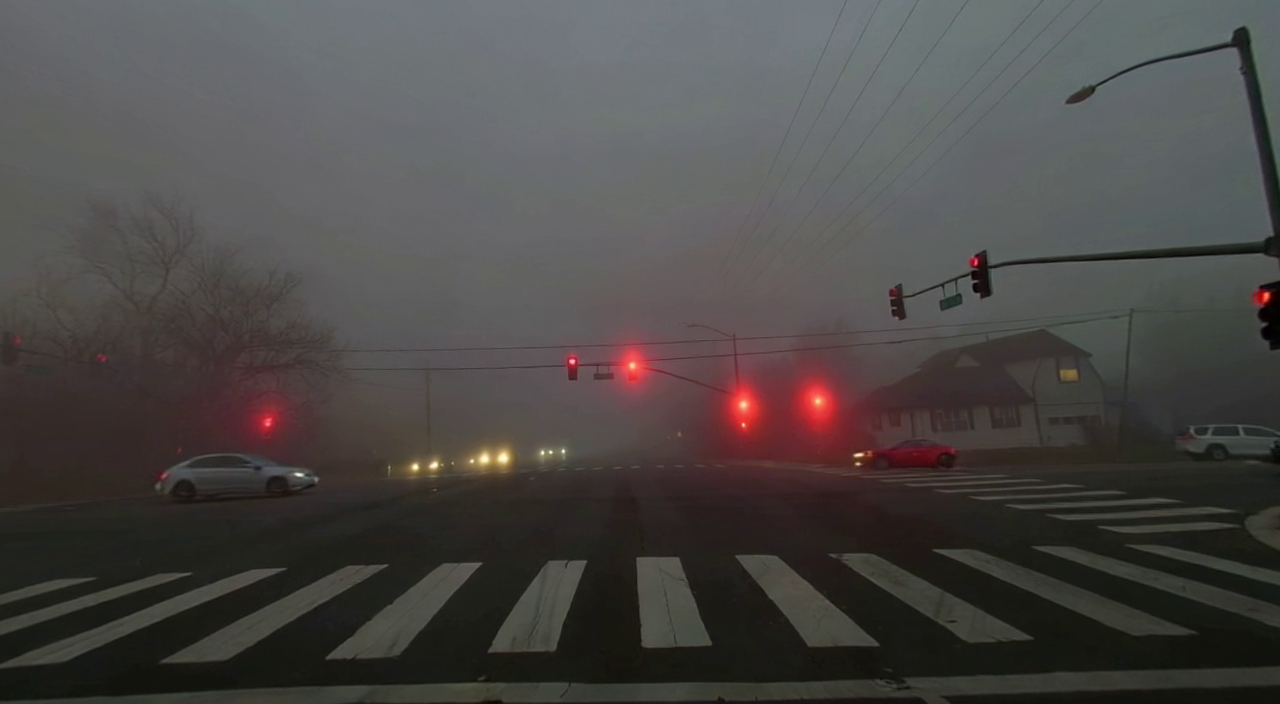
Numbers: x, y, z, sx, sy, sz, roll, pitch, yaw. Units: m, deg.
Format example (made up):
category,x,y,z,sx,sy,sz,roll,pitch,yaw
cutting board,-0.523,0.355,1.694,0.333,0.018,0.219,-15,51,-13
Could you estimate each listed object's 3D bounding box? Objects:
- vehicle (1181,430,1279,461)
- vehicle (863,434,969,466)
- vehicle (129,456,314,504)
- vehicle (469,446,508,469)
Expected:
category,x,y,z,sx,sy,sz,roll,pitch,yaw
vehicle,31.318,4.886,33.022,4.318,1.488,1.870,0,-9,-1
vehicle,14.430,5.147,33.131,4.873,1.539,1.932,-4,-9,25
vehicle,-13.993,4.279,21.331,4.823,1.449,2.017,-1,-9,2
vehicle,-10.704,7.461,44.759,1.881,1.509,3.377,0,-9,1
